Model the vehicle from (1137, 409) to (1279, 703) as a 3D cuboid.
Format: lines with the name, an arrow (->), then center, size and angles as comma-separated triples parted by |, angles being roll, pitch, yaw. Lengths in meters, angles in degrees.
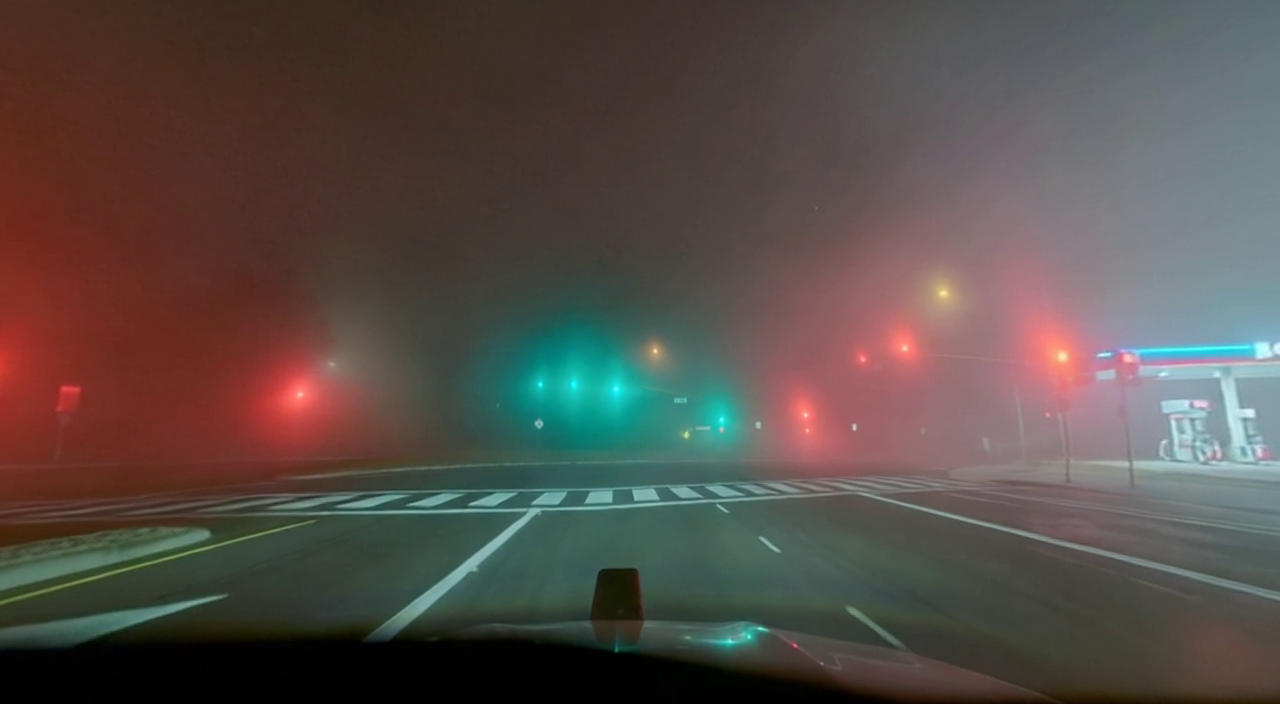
vehicle -> 3.252, 0.676, 0.530 | 2.023, 1.437, 4.477 | 0, -8, 0
